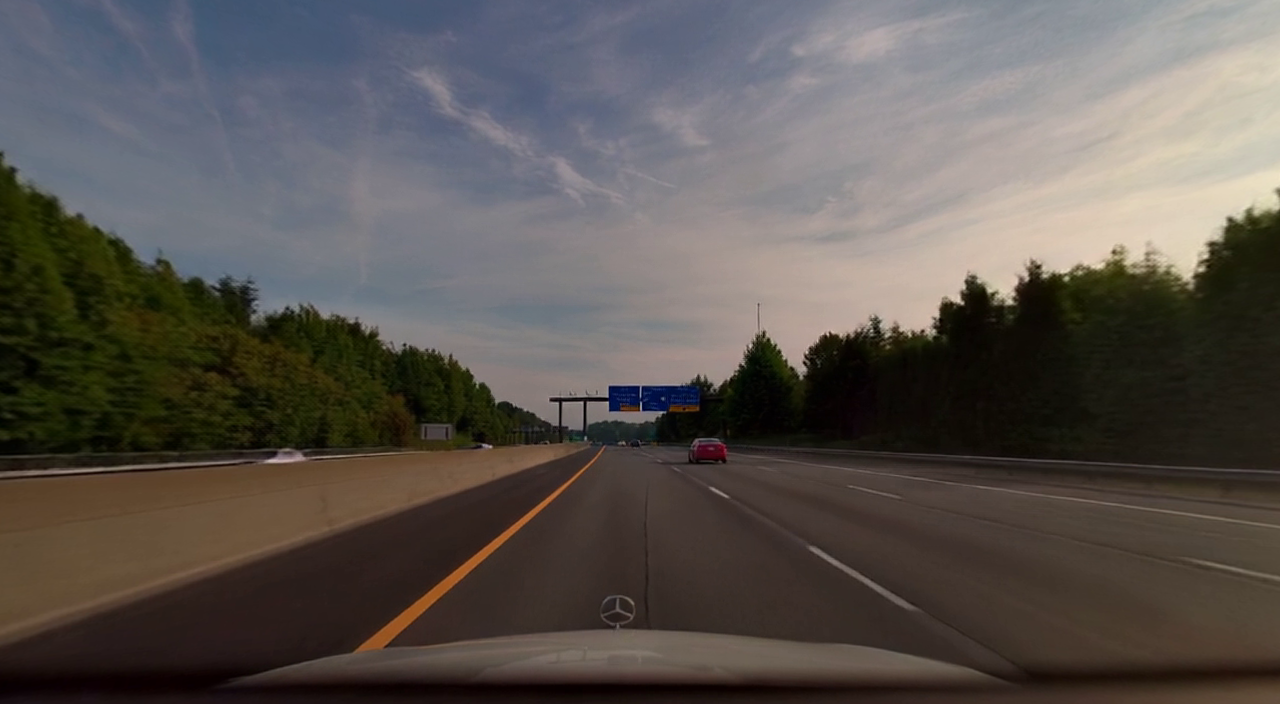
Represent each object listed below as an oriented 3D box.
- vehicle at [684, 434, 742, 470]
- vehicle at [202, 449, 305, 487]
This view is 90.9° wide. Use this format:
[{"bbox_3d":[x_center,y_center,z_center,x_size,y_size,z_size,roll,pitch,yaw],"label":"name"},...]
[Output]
[{"bbox_3d":[3.247,4.564,28.992,1.958,1.526,4.227,0,-8,-3],"label":"vehicle"},{"bbox_3d":[-16.744,5.009,27.589,1.812,1.450,4.373,0,-8,-1],"label":"vehicle"}]
